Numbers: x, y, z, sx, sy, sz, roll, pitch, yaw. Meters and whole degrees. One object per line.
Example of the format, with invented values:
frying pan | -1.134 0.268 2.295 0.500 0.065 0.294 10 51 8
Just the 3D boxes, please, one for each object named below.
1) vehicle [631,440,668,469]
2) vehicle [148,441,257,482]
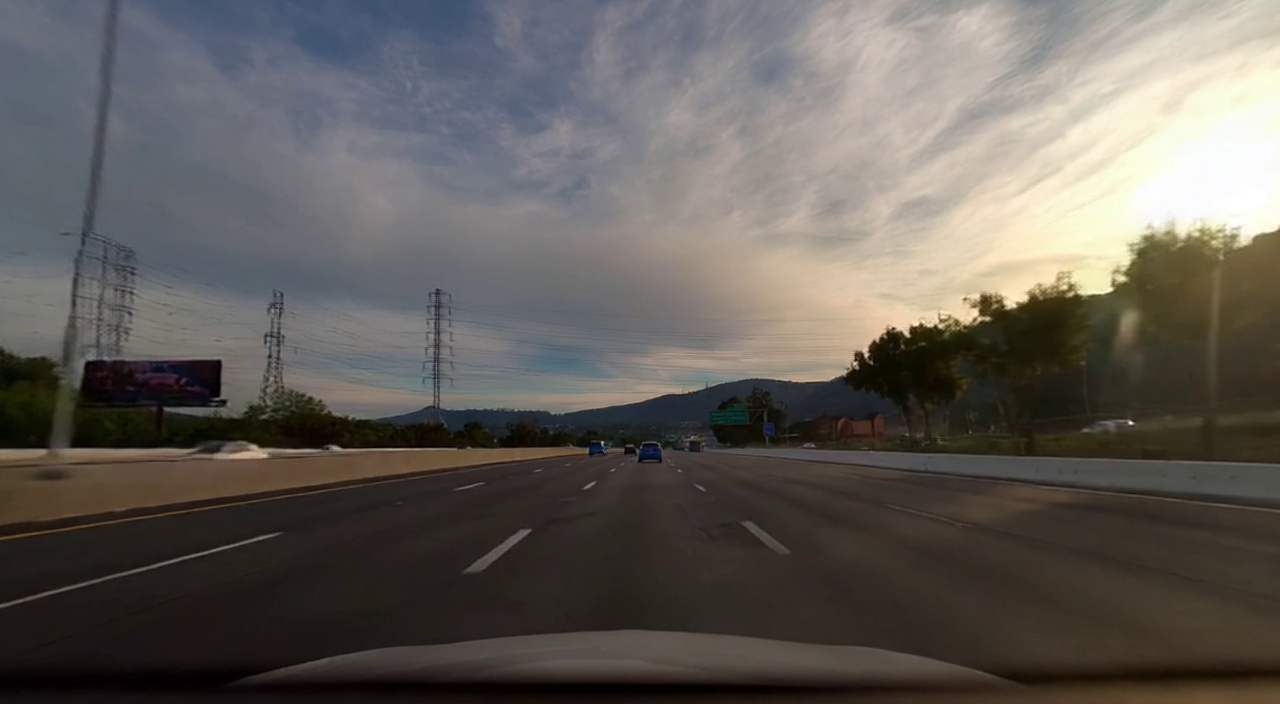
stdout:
vehicle | 0.584 5.986 37.126 2.074 1.574 3.971 -1 -8 1
vehicle | -15.705 3.914 22.884 1.481 1.361 3.357 -1 -8 1
